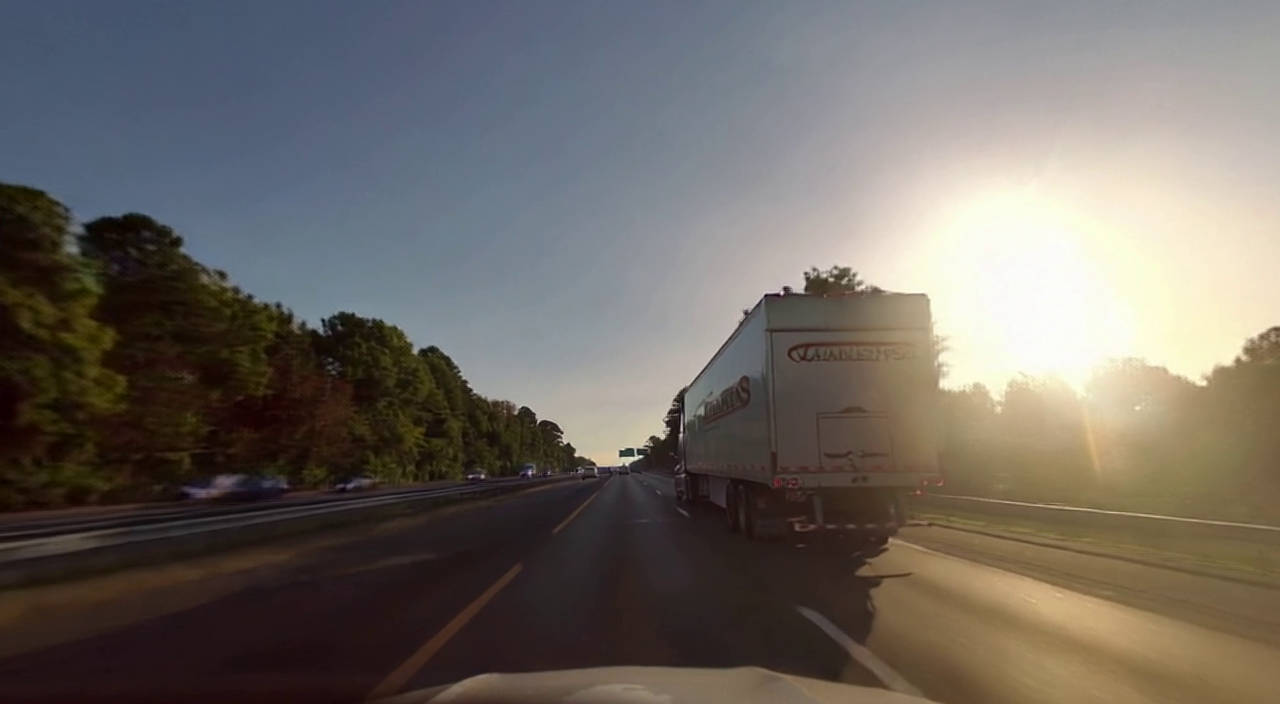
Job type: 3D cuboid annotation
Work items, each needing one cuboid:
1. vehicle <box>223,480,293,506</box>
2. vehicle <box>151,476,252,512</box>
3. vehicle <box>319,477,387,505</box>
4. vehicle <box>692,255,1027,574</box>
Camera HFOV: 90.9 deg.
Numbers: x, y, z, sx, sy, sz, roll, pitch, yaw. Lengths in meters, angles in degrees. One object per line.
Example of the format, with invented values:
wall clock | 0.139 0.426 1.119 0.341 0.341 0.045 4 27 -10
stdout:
vehicle | -21.840 8.057 36.162 1.758 1.359 3.467 0 -11 2
vehicle | -21.733 7.020 31.462 1.795 1.576 4.451 0 -11 0
vehicle | -17.286 8.382 38.211 1.885 1.474 4.731 0 -11 0
vehicle | 3.152 1.694 13.272 2.871 4.032 10.642 1 -11 -2
